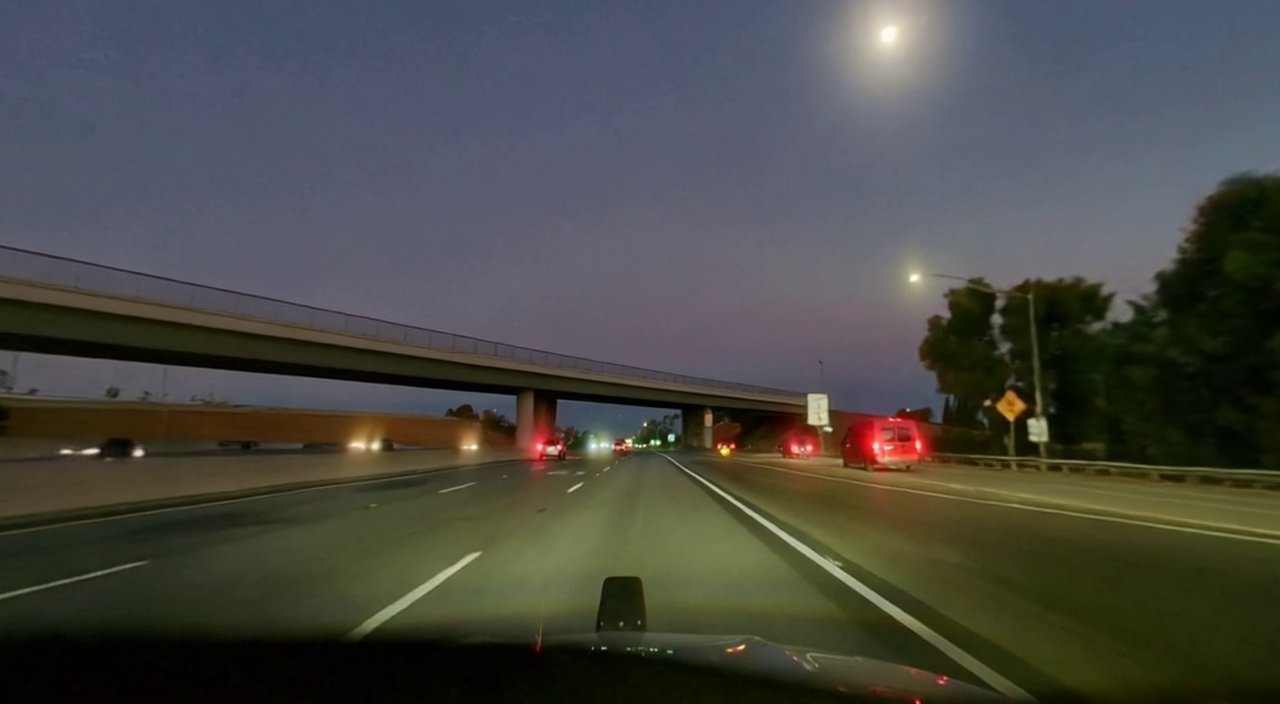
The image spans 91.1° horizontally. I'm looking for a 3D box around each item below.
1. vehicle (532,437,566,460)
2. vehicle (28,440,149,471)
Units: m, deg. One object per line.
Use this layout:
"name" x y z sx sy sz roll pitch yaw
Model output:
"vehicle" -6.898 7.372 48.023 1.935 1.633 3.955 0 -8 1
"vehicle" -27.678 5.181 31.753 2.002 1.469 4.721 1 -8 -3
